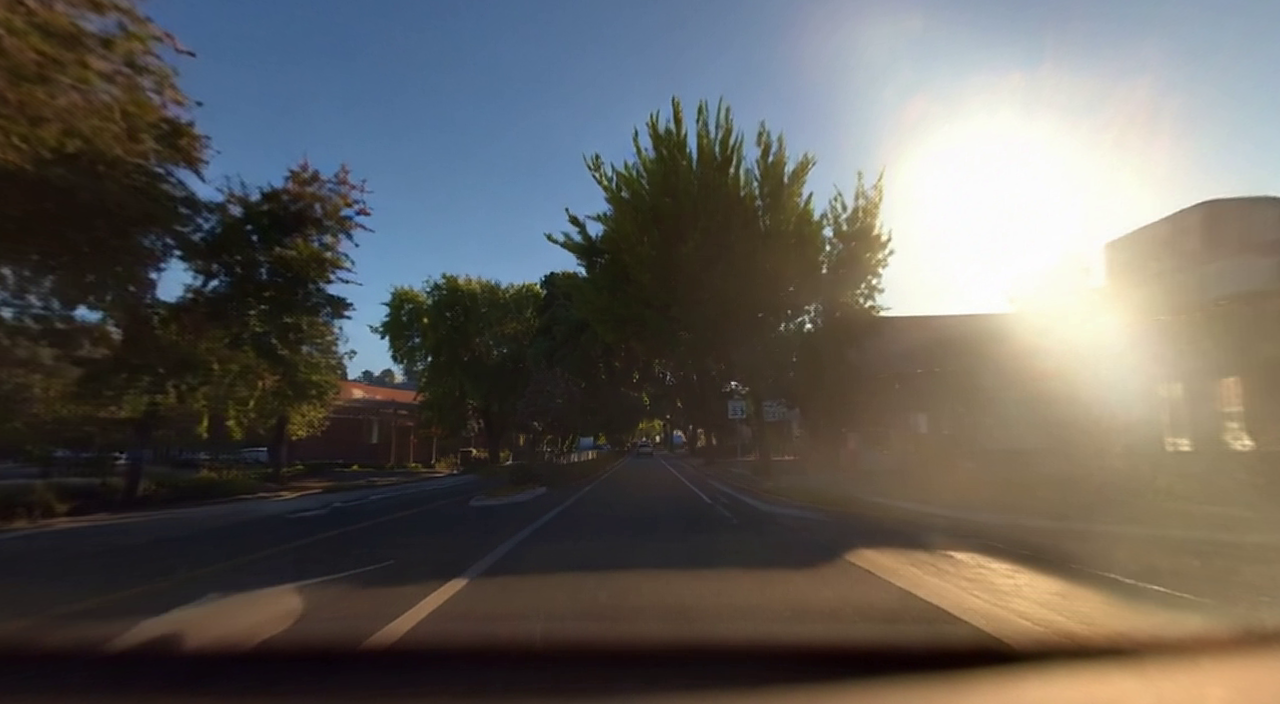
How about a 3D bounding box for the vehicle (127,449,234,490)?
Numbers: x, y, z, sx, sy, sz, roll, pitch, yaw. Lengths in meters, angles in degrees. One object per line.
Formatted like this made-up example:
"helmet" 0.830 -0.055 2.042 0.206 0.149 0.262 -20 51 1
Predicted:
"vehicle" -18.460 4.683 25.658 2.061 1.475 4.357 2 -9 -16
